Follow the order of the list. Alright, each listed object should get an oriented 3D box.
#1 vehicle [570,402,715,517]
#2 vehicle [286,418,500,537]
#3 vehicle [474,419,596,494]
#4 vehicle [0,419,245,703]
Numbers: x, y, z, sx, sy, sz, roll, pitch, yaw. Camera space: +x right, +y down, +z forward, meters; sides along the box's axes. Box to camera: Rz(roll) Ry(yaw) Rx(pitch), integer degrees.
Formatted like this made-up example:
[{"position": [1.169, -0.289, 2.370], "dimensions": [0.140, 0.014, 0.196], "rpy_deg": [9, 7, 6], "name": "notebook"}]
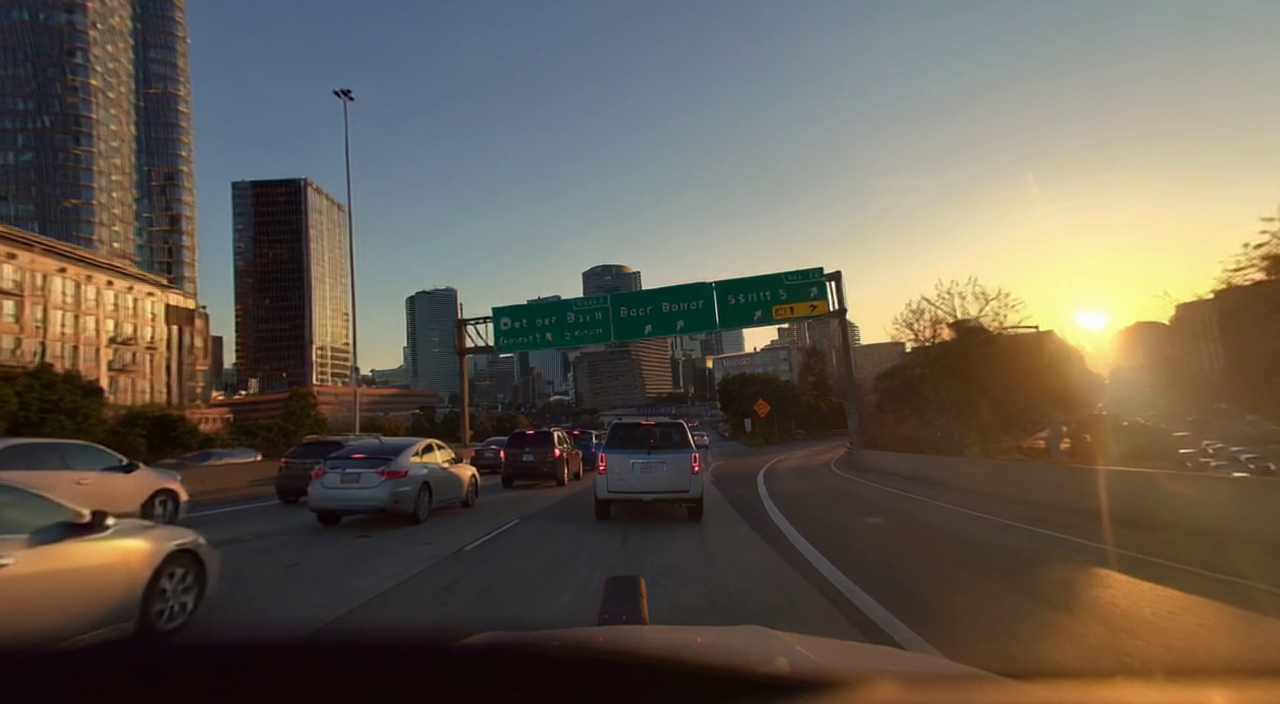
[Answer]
[{"position": [0.145, 2.388, 14.419], "dimensions": [2.616, 2.063, 5.933], "rpy_deg": [0, -9, 2], "name": "vehicle"}, {"position": [-4.132, 2.175, 11.516], "dimensions": [1.953, 1.729, 4.377], "rpy_deg": [0, -9, 3], "name": "vehicle"}, {"position": [-2.939, 3.149, 19.352], "dimensions": [2.286, 1.931, 5.729], "rpy_deg": [-1, -9, 5], "name": "vehicle"}, {"position": [-4.177, 1.020, 2.737], "dimensions": [2.087, 1.481, 4.225], "rpy_deg": [0, -9, 2], "name": "vehicle"}]
